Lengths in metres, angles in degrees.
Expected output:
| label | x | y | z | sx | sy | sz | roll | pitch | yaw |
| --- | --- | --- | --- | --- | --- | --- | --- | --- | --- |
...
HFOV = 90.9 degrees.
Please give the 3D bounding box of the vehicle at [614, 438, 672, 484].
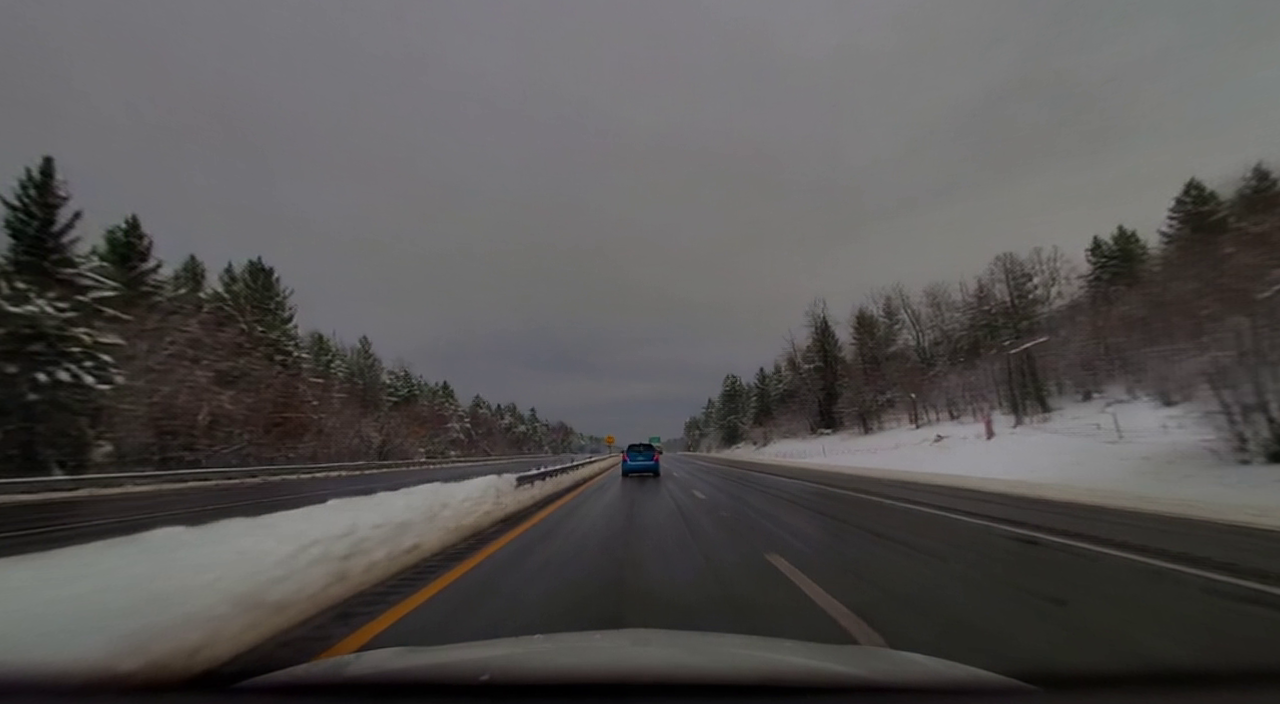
| label | x | y | z | sx | sy | sz | roll | pitch | yaw |
| --- | --- | --- | --- | --- | --- | --- | --- | --- | --- |
| vehicle | 0.139 | 4.498 | 26.119 | 2.190 | 1.706 | 4.062 | -1 | -9 | 1 |
